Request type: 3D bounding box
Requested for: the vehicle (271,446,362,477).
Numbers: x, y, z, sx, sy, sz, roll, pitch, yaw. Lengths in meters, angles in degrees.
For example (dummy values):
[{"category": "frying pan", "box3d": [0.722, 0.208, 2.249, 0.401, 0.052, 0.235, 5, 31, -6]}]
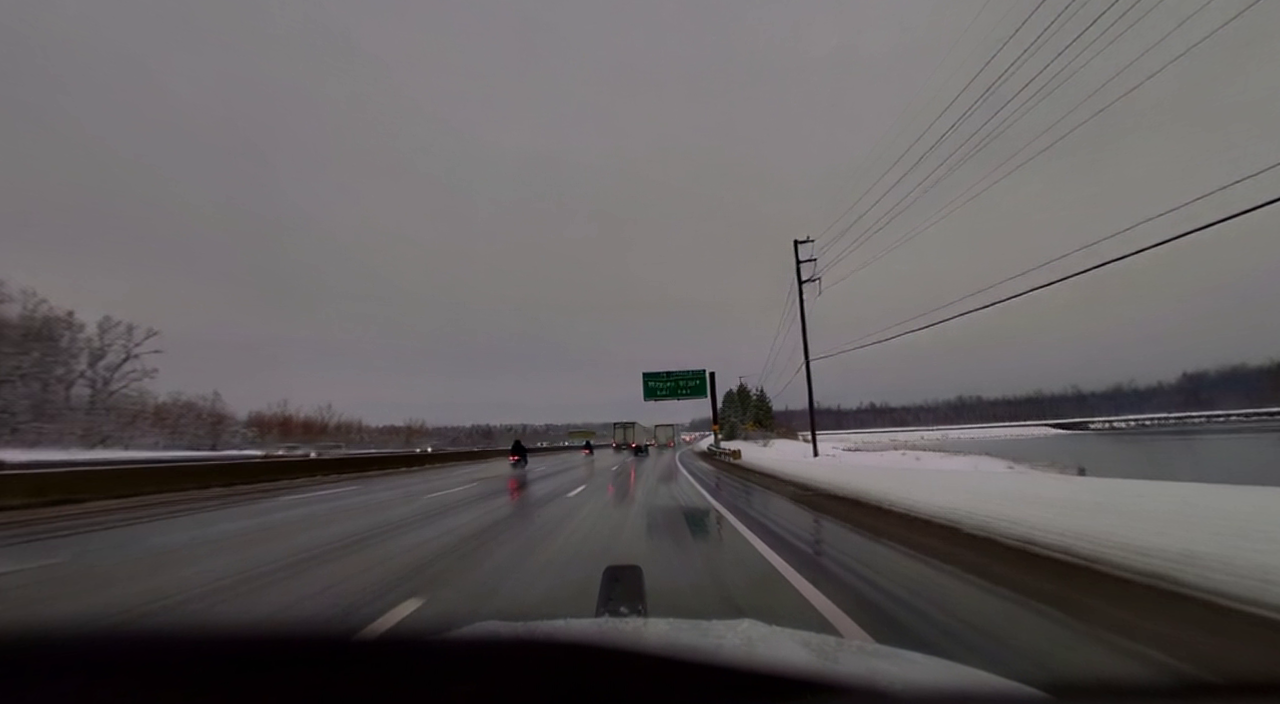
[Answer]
[{"category": "vehicle", "box3d": [-16.549, 5.603, 32.542, 2.164, 1.462, 4.489, -1, -8, 2]}]
